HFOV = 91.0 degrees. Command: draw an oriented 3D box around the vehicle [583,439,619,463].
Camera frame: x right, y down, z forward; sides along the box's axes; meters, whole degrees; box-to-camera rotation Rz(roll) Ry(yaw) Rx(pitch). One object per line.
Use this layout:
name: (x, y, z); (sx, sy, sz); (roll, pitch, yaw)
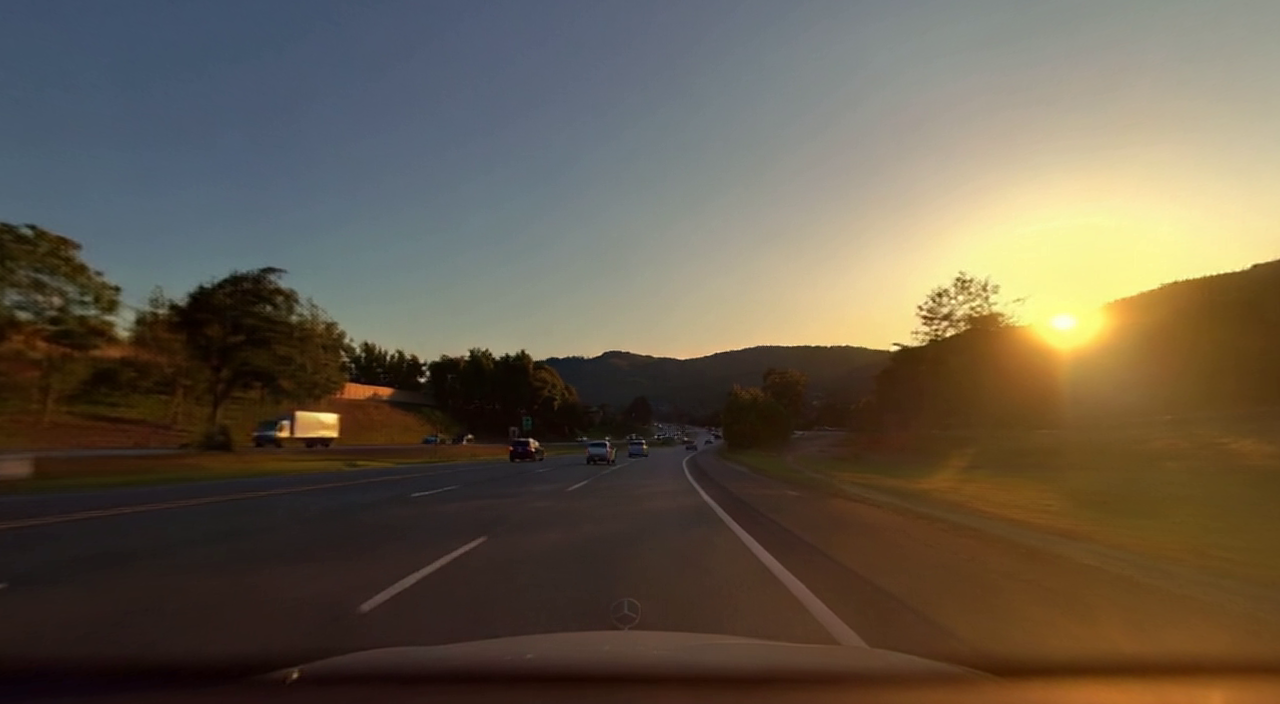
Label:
vehicle: (-2.758, 7.129, 45.387); (2.035, 1.673, 4.469); (0, -9, 4)

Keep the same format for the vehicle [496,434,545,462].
vehicle: (-9.057, 7.314, 48.130); (2.264, 1.980, 5.574); (0, -9, 4)
